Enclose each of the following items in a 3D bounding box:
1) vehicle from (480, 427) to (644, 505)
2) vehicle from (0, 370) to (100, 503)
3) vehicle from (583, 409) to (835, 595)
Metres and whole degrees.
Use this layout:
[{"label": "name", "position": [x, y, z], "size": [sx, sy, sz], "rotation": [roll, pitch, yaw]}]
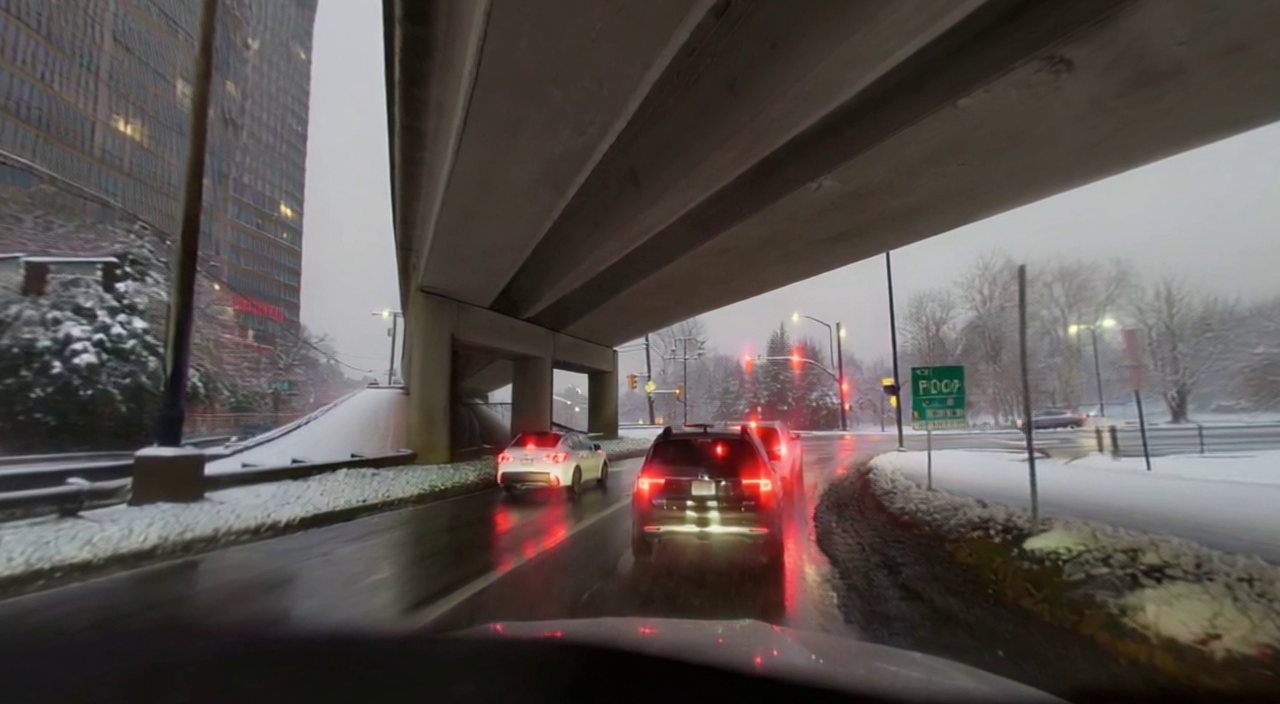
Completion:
[{"label": "vehicle", "position": [-1.579, 2.607, 14.929], "size": [2.214, 1.519, 4.704], "rotation": [-3, -9, 15]}, {"label": "vehicle", "position": [-24.412, 2.632, 18.272], "size": [13.064, 3.755, 3.269], "rotation": [0, -8, -13]}, {"label": "vehicle", "position": [0.919, 1.624, 7.751], "size": [2.195, 1.571, 4.353], "rotation": [-2, -8, 9]}]
